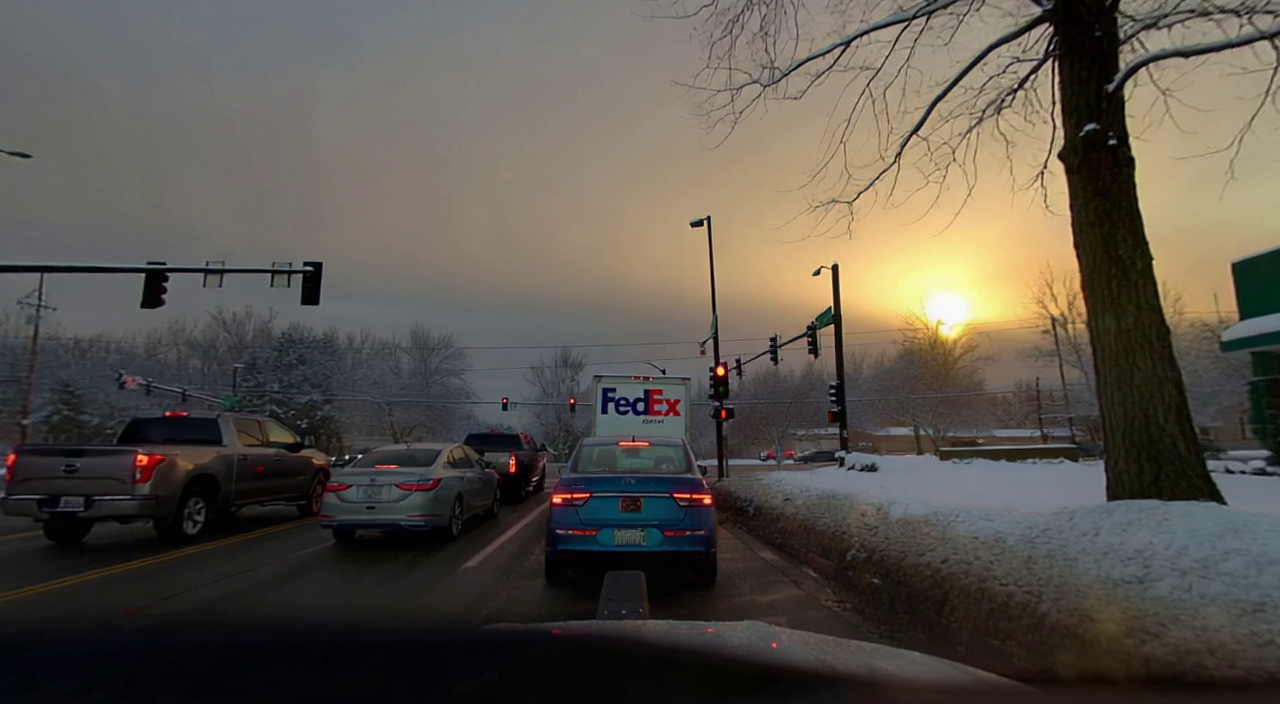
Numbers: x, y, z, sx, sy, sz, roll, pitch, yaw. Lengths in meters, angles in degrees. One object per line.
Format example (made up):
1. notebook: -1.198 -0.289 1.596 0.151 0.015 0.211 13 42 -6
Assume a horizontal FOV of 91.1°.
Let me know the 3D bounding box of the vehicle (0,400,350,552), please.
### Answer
1. vehicle: -7.283 1.979 10.743 2.125 1.893 5.498 0 -9 -2

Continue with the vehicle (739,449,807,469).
1. vehicle: 10.283 8.286 48.658 4.841 1.494 1.829 1 -9 -5

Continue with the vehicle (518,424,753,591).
1. vehicle: -0.043 1.747 7.950 2.145 1.513 4.269 0 -9 0

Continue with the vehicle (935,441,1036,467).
1. vehicle: 20.222 5.989 36.873 4.794 1.481 1.968 0 -8 -3

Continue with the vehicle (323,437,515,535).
1. vehicle: -3.863 2.395 11.937 1.949 1.487 4.390 0 -9 1
